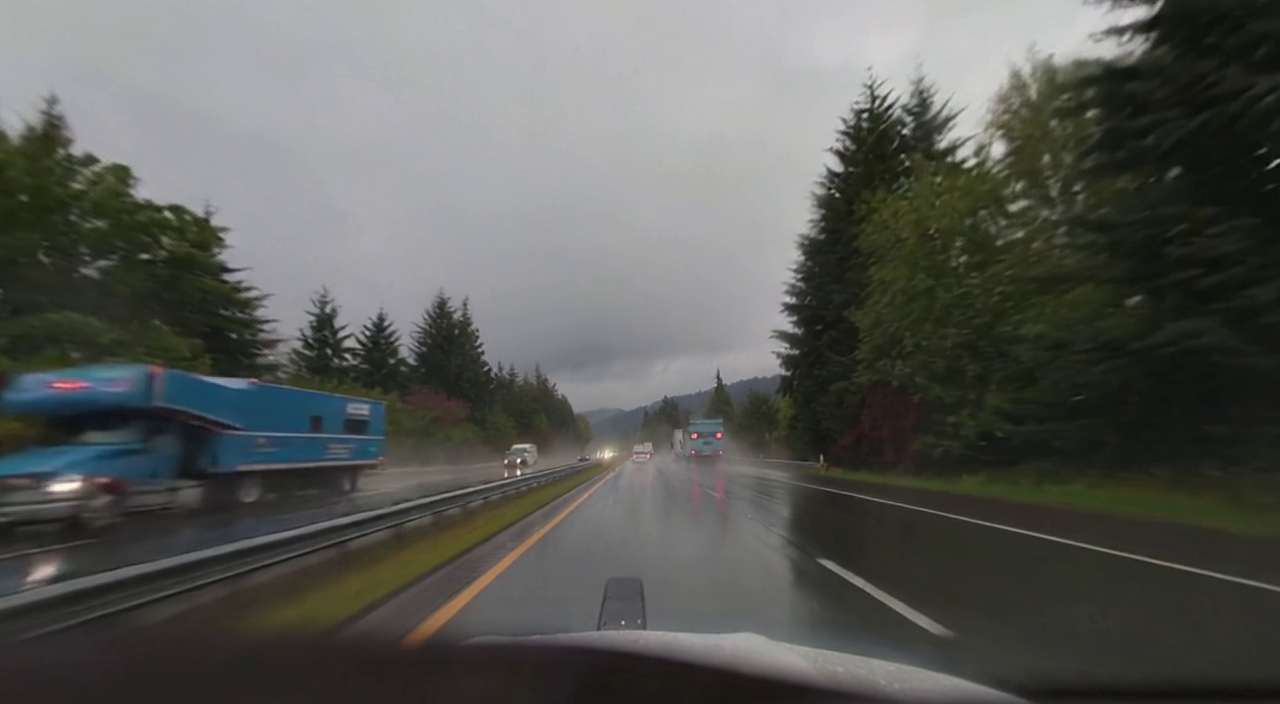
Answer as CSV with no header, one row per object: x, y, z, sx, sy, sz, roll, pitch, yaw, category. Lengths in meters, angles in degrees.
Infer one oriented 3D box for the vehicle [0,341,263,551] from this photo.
-12.504,2.212,14.955,3.069,3.904,6.259,0,-9,0,vehicle

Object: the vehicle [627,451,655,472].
0.078,7.751,44.832,1.926,1.386,3.615,0,-9,0,vehicle
